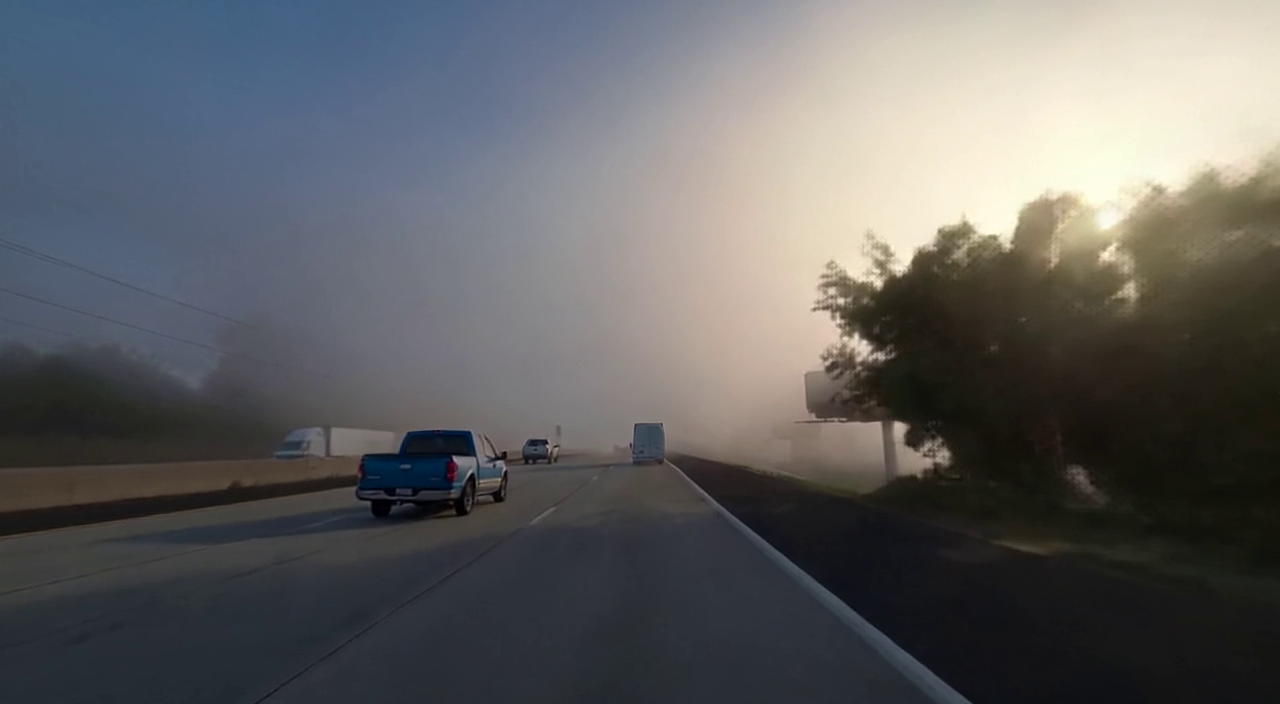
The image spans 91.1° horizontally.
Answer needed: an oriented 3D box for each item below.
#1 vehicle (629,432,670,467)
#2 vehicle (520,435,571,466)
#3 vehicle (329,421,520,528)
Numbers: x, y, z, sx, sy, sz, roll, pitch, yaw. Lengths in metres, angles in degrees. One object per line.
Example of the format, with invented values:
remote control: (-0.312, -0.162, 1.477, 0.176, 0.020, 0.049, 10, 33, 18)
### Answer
vehicle: (0.635, 6.866, 44.245, 2.692, 2.279, 5.695, 0, -8, 1)
vehicle: (-6.882, 7.298, 46.758, 2.695, 2.084, 6.836, 0, -8, 1)
vehicle: (-4.006, 2.368, 12.748, 2.145, 1.730, 4.729, 0, -8, 1)
